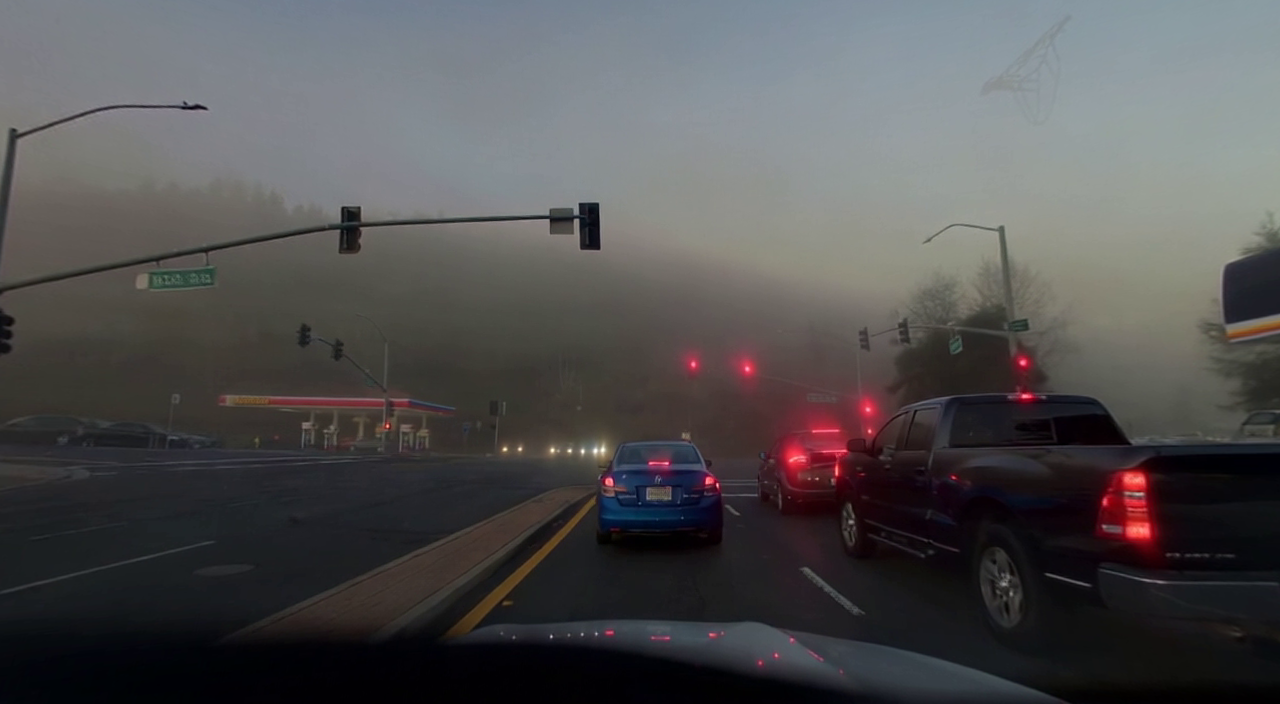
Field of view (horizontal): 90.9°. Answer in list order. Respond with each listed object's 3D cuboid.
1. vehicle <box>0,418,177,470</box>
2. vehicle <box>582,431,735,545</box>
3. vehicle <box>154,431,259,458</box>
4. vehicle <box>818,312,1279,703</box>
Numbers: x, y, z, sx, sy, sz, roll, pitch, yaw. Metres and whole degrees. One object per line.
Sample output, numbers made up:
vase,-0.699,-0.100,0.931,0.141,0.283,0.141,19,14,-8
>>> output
vehicle,-19.707,3.292,22.522,4.742,1.720,2.107,-1,-8,5
vehicle,0.244,2.103,10.384,2.027,1.494,3.824,0,-8,0
vehicle,-23.164,4.966,33.782,4.326,1.420,1.798,-1,-8,4
vehicle,3.547,1.210,5.422,2.277,1.871,6.143,0,-8,0
